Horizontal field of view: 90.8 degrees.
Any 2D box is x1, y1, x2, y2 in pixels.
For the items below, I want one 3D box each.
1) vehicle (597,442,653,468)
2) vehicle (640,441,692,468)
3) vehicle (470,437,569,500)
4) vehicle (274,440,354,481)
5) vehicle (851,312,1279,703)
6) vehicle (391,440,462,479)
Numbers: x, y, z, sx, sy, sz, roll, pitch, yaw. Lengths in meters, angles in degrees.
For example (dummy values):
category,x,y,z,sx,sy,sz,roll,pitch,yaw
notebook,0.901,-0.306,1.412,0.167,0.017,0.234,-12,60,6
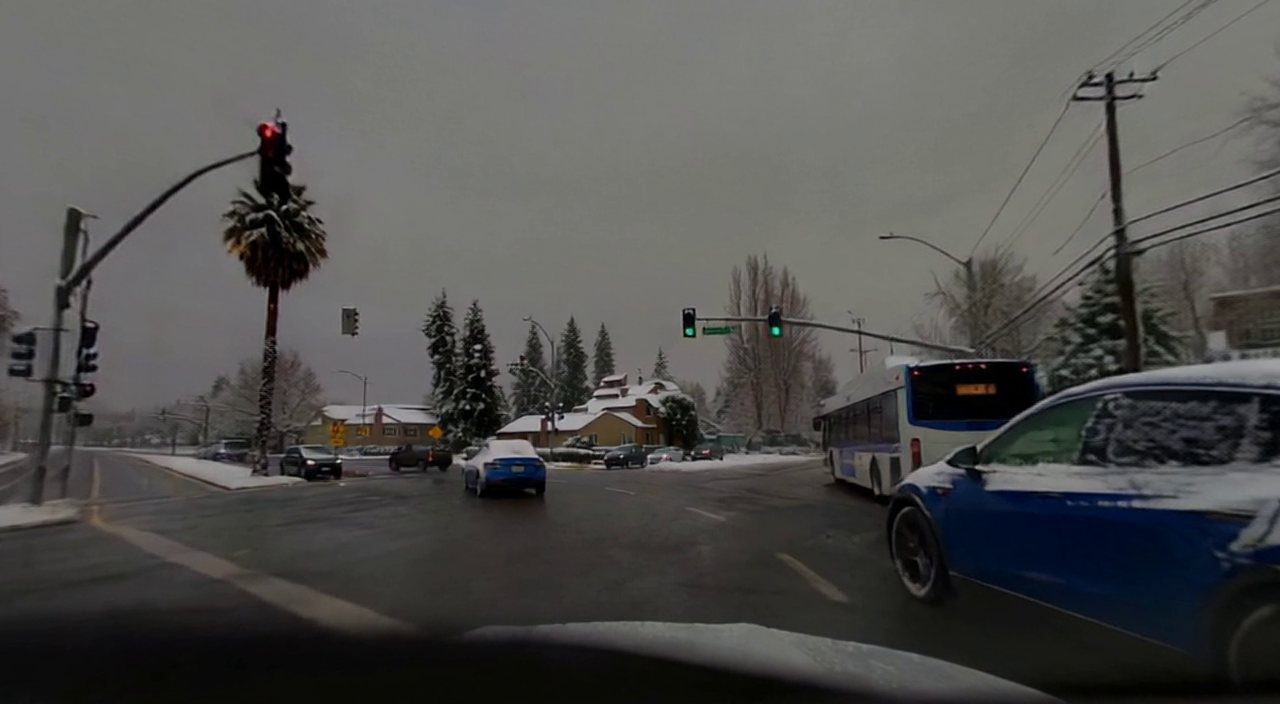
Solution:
category,x,y,z,sx,sy,sz,roll,pitch,yaw
vehicle,-0.990,7.554,45.855,2.290,1.688,5.224,-5,-11,19
vehicle,1.862,6.988,43.181,2.122,1.730,5.138,-3,-9,20
vehicle,-3.949,3.621,20.125,2.341,1.709,4.466,3,-9,-20
vehicle,-16.689,5.470,32.210,2.283,1.878,5.384,7,-11,-40
vehicle,3.319,0.967,3.641,2.205,1.803,5.135,0,-8,-3
vehicle,-11.443,5.655,33.644,2.272,1.891,4.562,6,-10,-36
